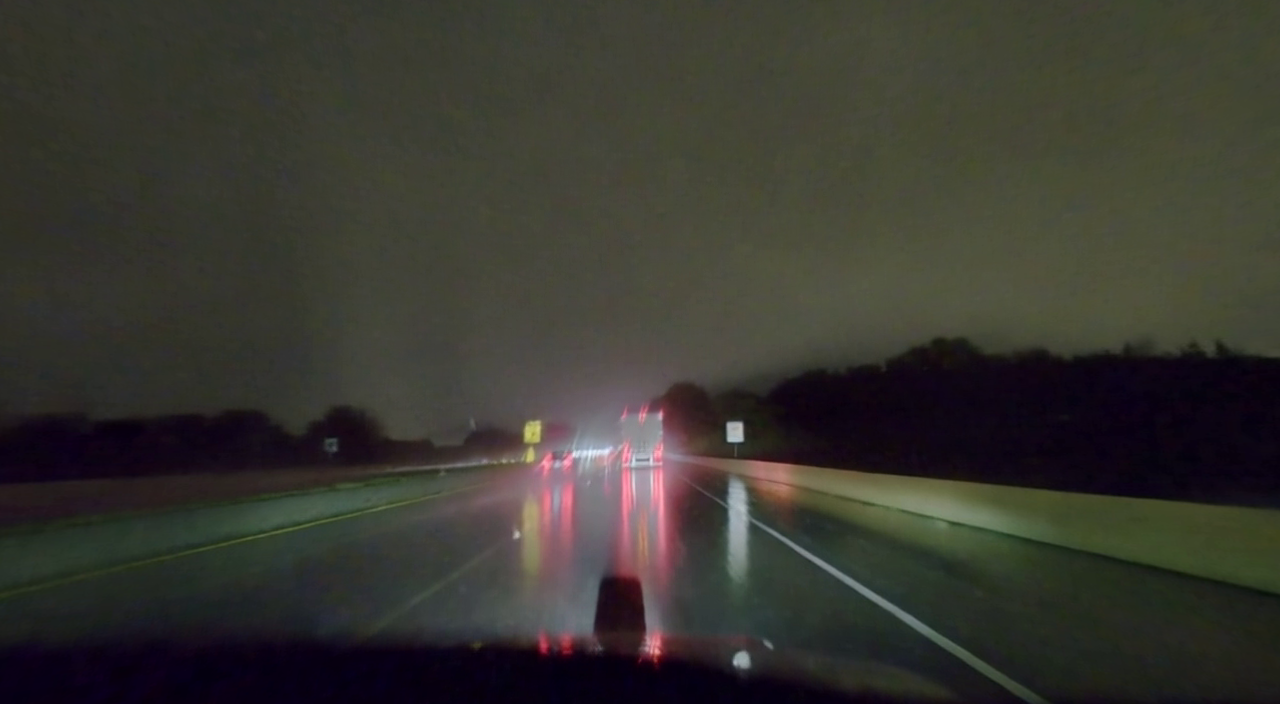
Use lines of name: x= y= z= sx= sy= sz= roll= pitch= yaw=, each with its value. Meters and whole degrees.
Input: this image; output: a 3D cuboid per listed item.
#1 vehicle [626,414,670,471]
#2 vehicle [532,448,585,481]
vehicle: x=0.409 y=6.807 z=47.398 sx=2.864 sy=3.805 sz=9.500 roll=0 pitch=-9 yaw=-2
vehicle: x=-4.079 y=5.723 z=32.407 sx=2.053 sy=1.523 sz=4.450 roll=0 pitch=-9 yaw=1
